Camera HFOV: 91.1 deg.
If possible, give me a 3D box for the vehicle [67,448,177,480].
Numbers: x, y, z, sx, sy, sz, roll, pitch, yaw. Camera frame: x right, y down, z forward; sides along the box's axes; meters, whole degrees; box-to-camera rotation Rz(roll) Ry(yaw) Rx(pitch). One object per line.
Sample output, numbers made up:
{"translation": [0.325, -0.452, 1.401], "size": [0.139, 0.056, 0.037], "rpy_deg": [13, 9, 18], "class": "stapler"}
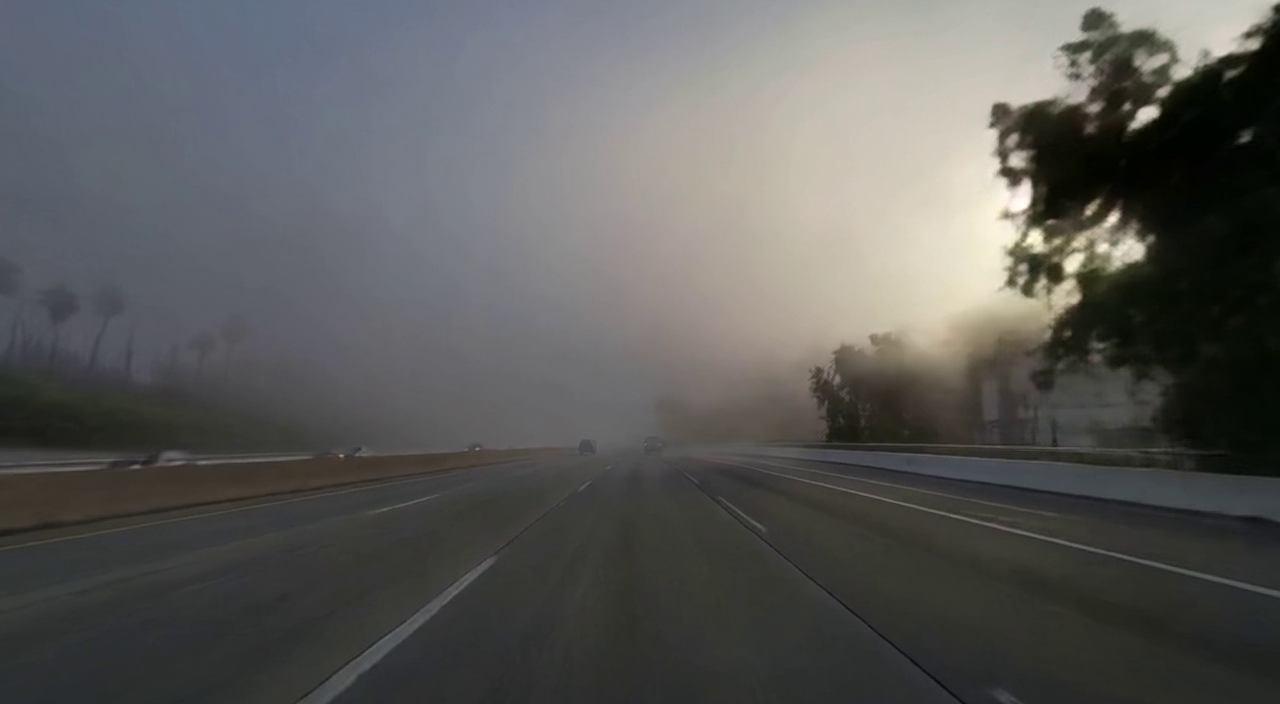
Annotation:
{"translation": [-27.344, 5.906, 33.368], "size": [1.849, 1.495, 4.684], "rpy_deg": [0, -8, 0], "class": "vehicle"}
